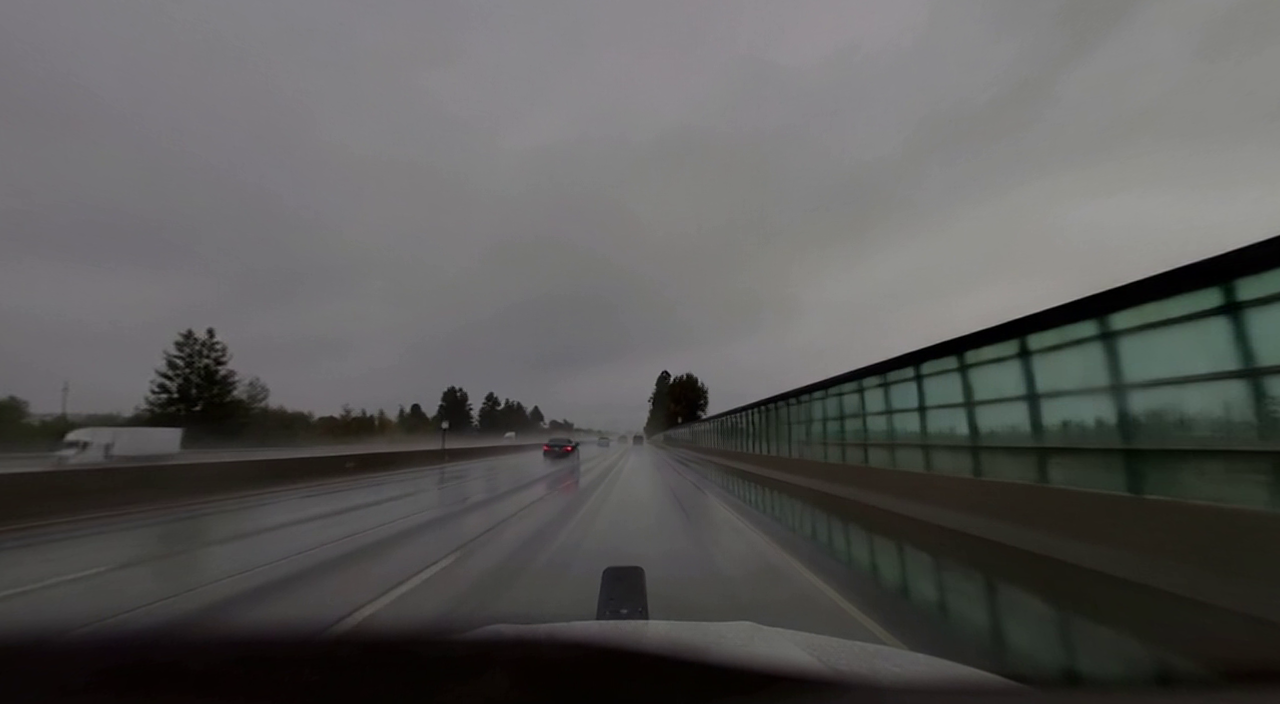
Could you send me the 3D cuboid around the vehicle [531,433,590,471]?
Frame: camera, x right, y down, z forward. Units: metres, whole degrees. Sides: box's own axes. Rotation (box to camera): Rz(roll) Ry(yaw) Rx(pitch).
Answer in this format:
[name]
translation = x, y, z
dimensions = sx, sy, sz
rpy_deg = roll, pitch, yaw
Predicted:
[vehicle]
translation = -3.480, 4.463, 28.221
dimensions = 2.059, 1.541, 4.296
rpy_deg = 0, -8, 0
